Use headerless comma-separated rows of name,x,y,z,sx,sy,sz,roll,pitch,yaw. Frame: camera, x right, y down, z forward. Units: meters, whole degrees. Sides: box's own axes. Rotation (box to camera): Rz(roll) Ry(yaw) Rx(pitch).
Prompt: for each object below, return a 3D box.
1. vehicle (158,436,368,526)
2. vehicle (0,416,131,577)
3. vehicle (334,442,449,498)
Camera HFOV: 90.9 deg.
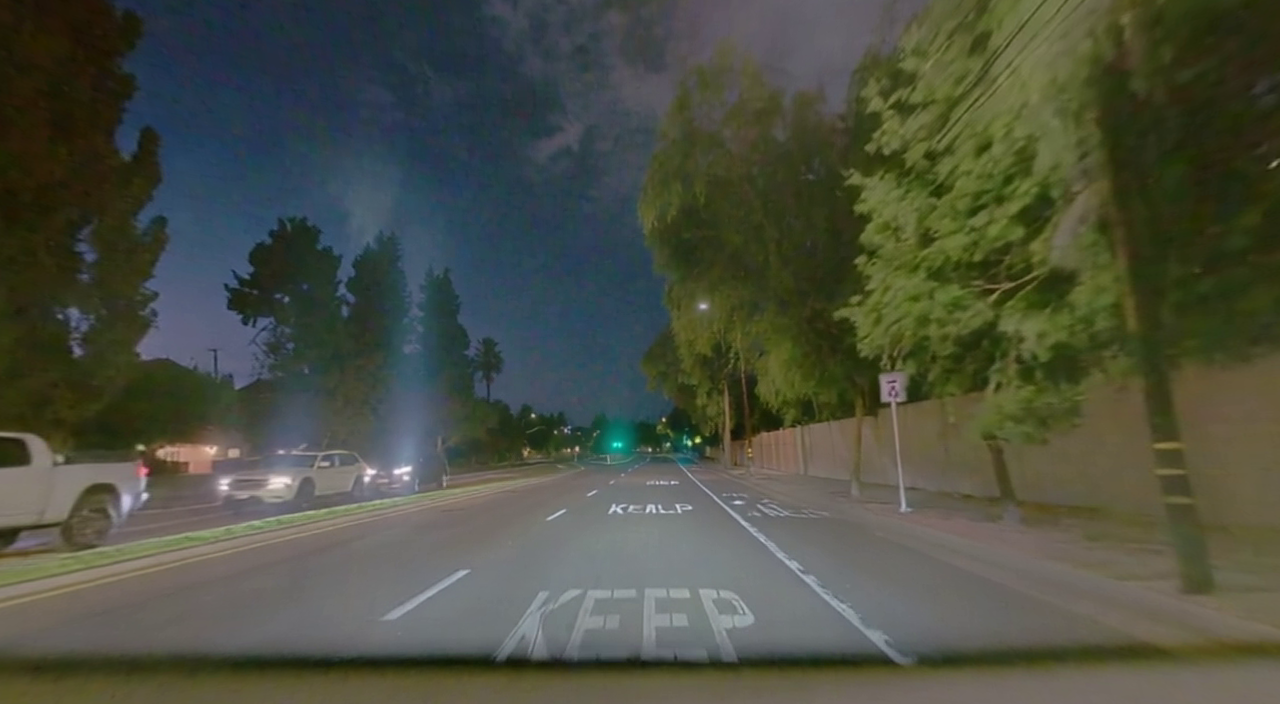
vehicle,-8.788,3.015,15.415,2.075,1.733,4.947,-3,-9,1
vehicle,-8.515,1.568,6.579,2.293,1.839,4.793,0,-8,1
vehicle,-8.686,4.143,22.599,2.084,1.741,4.737,-2,-9,2
